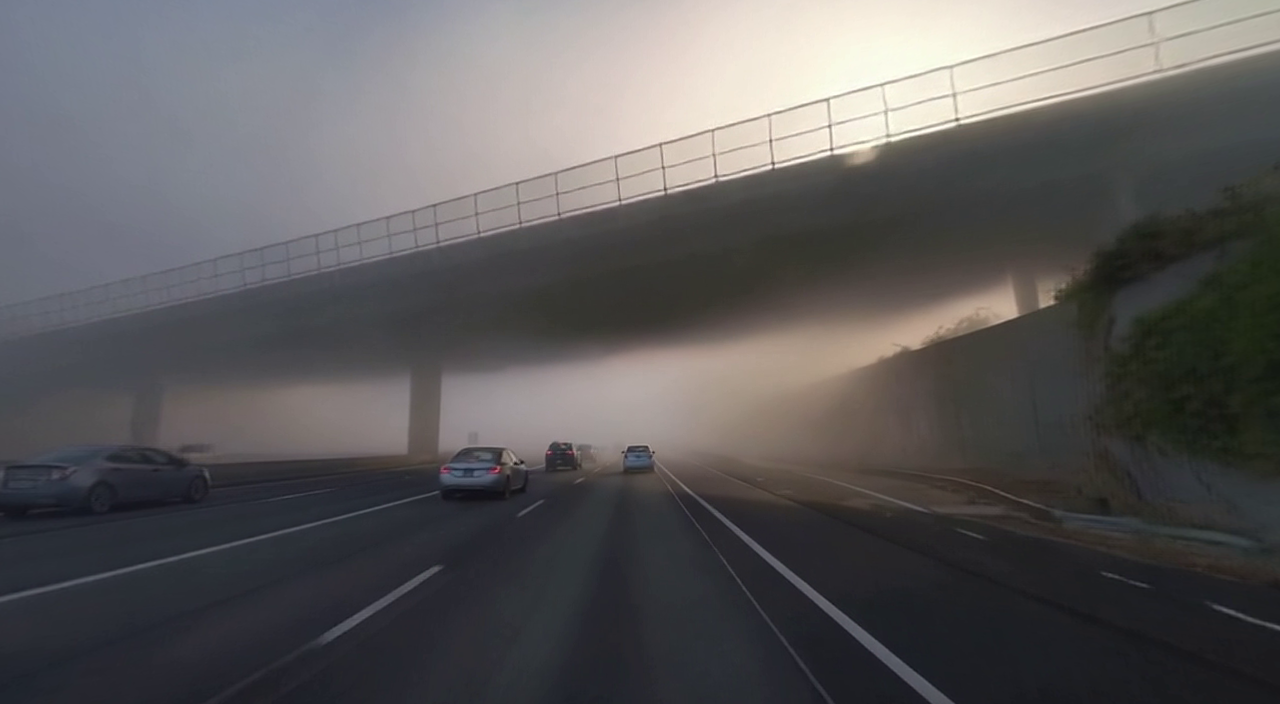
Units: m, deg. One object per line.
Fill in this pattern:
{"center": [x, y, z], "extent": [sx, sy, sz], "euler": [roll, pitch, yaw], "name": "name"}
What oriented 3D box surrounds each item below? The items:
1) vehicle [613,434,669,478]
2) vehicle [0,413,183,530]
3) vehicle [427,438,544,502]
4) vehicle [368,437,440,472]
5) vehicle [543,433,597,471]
{"center": [0.040, 4.316, 26.378], "extent": [2.160, 1.678, 4.178], "euler": [0, -8, 0], "name": "vehicle"}
{"center": [-11.059, 2.062, 11.118], "extent": [2.119, 1.816, 5.019], "euler": [0, -8, 0], "name": "vehicle"}
{"center": [-4.009, 3.124, 17.144], "extent": [1.997, 1.490, 4.471], "euler": [0, -8, 1], "name": "vehicle"}
{"center": [-11.954, 5.190, 32.090], "extent": [1.954, 1.640, 4.339], "euler": [0, -8, 0], "name": "vehicle"}
{"center": [-3.632, 5.268, 33.365], "extent": [2.237, 1.841, 4.683], "euler": [0, -8, 1], "name": "vehicle"}
